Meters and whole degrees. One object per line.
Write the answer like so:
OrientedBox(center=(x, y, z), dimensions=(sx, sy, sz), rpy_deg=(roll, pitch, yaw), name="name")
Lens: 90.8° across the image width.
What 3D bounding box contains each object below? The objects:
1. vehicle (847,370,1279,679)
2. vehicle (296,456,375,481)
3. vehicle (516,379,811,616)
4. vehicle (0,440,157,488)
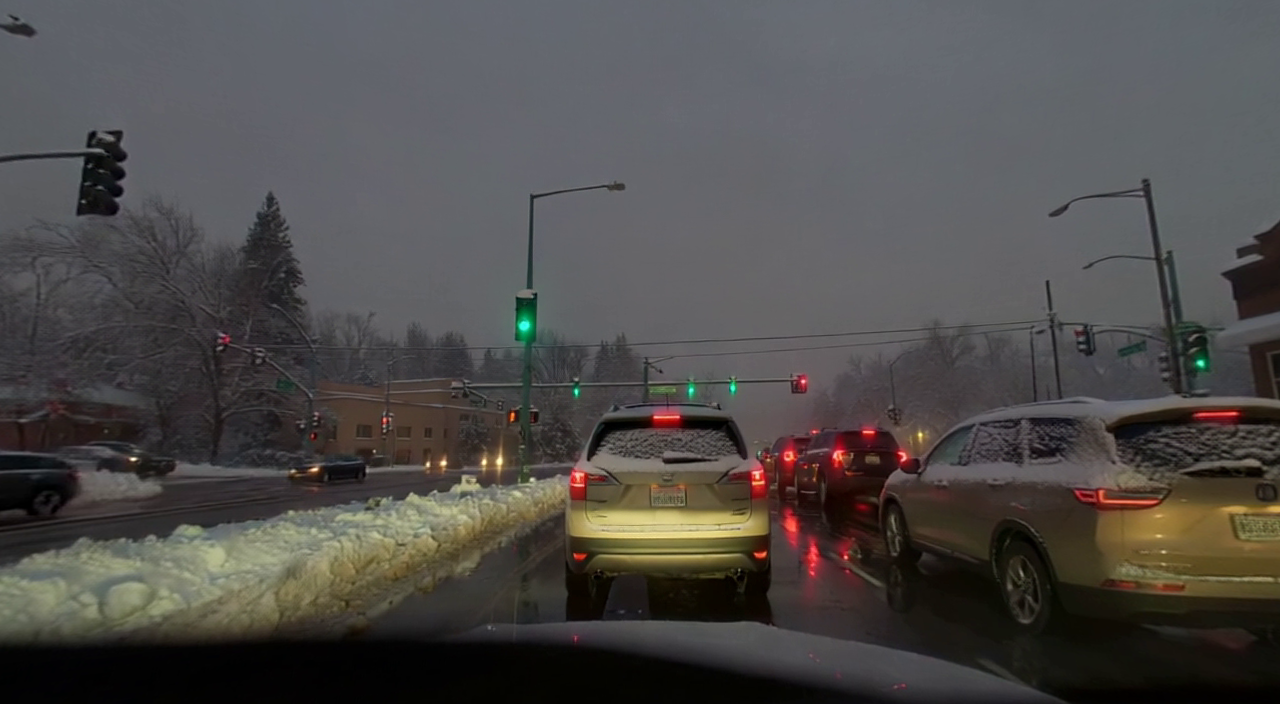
OrientedBox(center=(3.557, 1.273, 5.709), dimensions=(2.018, 1.701, 4.288), rpy_deg=(0, -9, 2), name="vehicle")
OrientedBox(center=(-19.970, 7.619, 41.556), dimensions=(1.864, 1.444, 4.255), rpy_deg=(-7, -11, 36), name="vehicle")
OrientedBox(center=(0.227, 1.466, 7.219), dimensions=(2.292, 1.840, 4.394), rpy_deg=(0, -9, 1), name="vehicle")
OrientedBox(center=(-24.579, 4.846, 27.545), dimensions=(5.062, 1.946, 2.243), rpy_deg=(0, -9, -1), name="vehicle")
